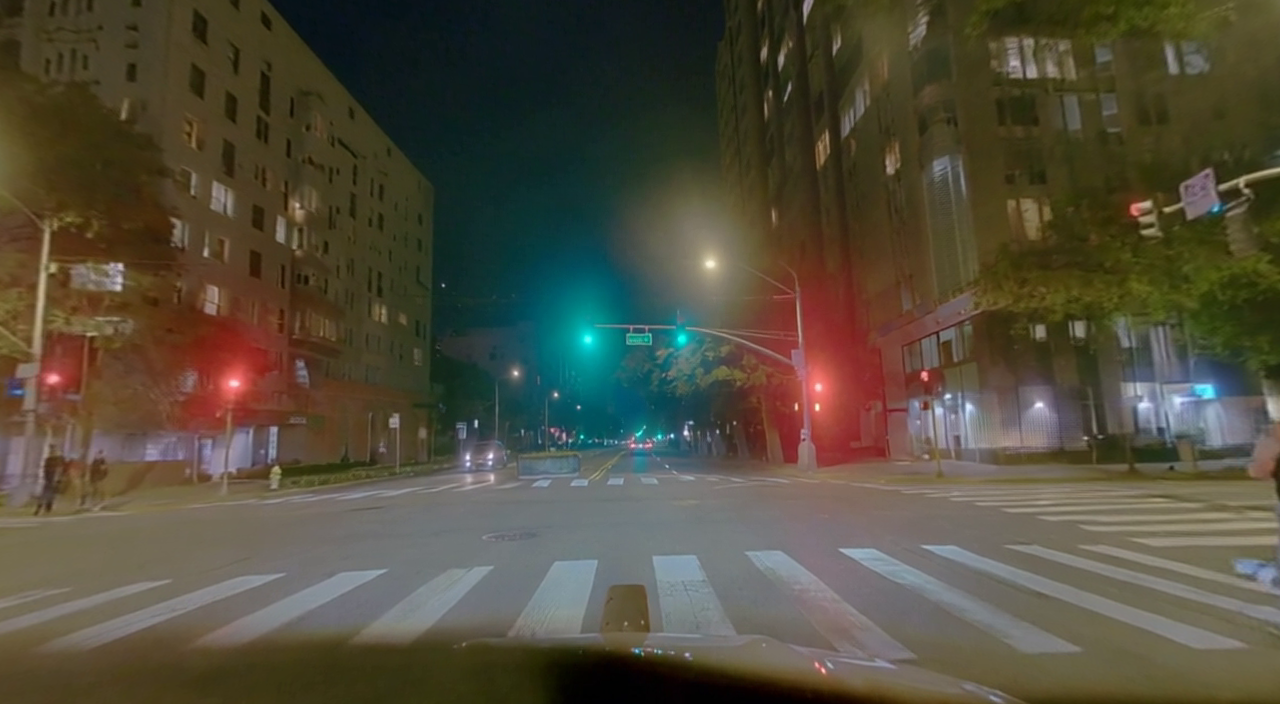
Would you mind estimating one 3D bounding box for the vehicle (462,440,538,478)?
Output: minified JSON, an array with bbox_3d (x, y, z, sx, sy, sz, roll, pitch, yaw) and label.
[{"bbox_3d":[-5.849,4.509,26.934,2.127,1.473,4.428,0,-8,1],"label":"vehicle"}]
